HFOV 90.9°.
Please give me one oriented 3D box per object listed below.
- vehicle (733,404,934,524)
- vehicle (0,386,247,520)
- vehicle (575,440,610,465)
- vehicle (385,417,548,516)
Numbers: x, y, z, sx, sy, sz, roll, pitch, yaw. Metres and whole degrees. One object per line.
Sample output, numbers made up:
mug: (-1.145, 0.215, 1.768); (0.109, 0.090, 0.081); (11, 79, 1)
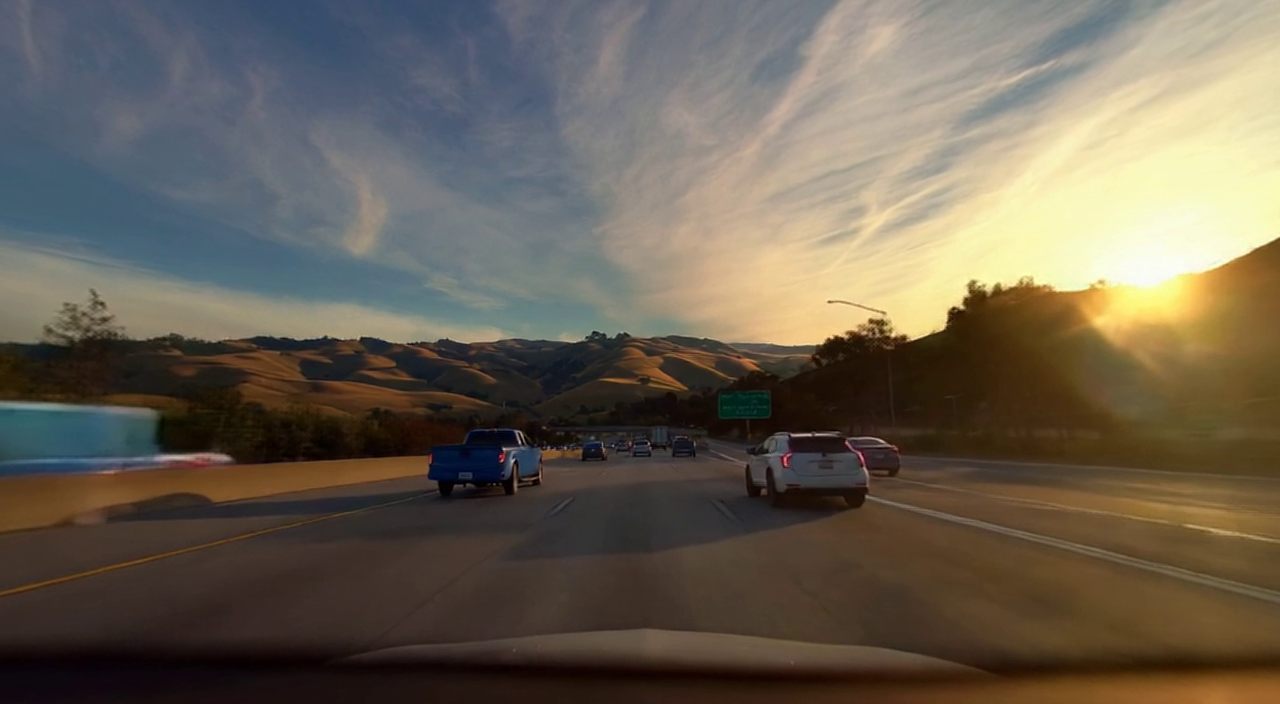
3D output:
vehicle: (3.612, 2.261, 13.296); (2.424, 1.952, 5.611); (0, -8, 0)
vehicle: (-13.618, 2.236, 14.094); (2.839, 2.511, 10.655); (0, -8, 0)
vehicle: (-3.486, 7.492, 47.223); (2.235, 1.785, 4.386); (-1, -8, 1)
vehicle: (-3.689, 2.551, 14.646); (2.227, 1.853, 5.161); (-1, -8, 1)
